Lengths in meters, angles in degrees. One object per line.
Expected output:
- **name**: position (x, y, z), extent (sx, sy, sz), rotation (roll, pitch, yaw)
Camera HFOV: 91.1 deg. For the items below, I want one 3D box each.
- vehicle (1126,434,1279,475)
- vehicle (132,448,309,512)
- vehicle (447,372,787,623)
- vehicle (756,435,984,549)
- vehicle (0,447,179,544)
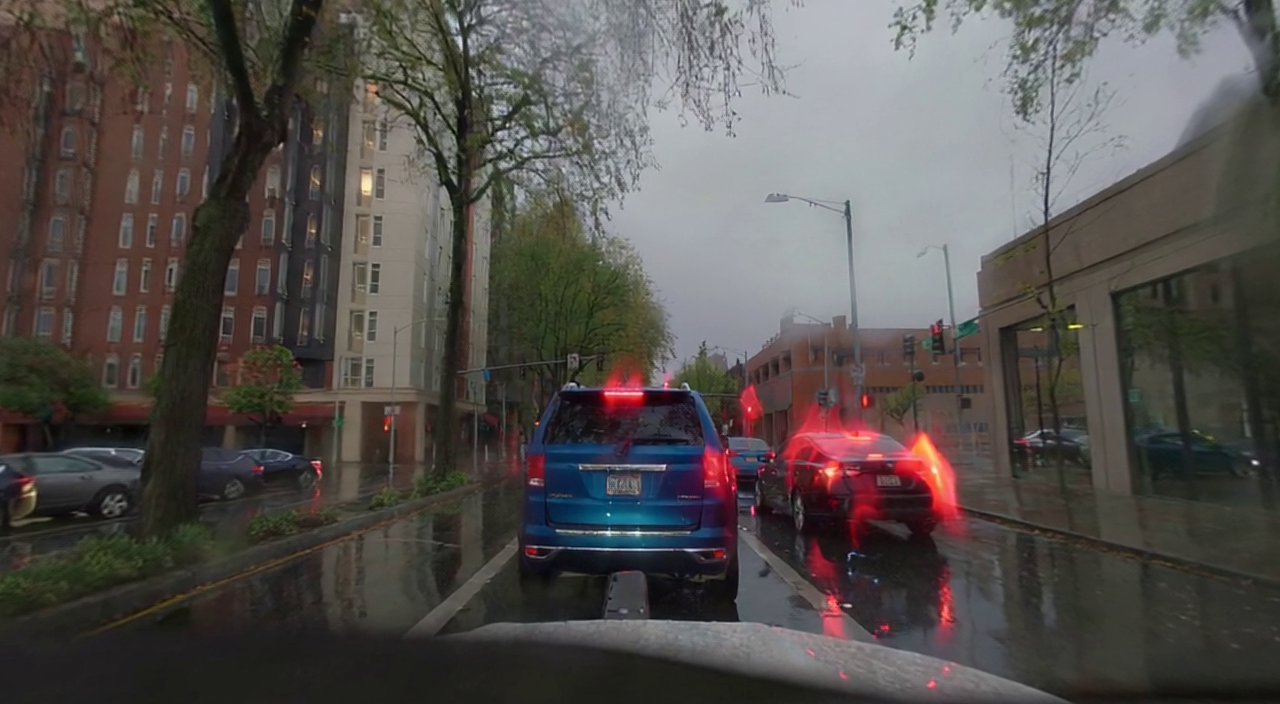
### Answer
- **vehicle**: position (22.159, 4.045, 24.974), extent (4.055, 1.469, 1.848), rotation (-4, -9, 26)
- **vehicle**: position (-12.454, 3.785, 19.135), extent (2.207, 1.648, 4.675), rotation (0, -8, -1)
- **vehicle**: position (-0.156, 1.368, 6.790), extent (2.453, 1.816, 4.300), rotation (0, -8, 0)
- **vehicle**: position (3.301, 2.086, 10.083), extent (2.056, 1.422, 4.130), rotation (0, -8, -1)
- **vehicle**: position (-12.543, 2.912, 13.463), extent (1.891, 1.723, 4.360), rotation (0, -8, 1)
